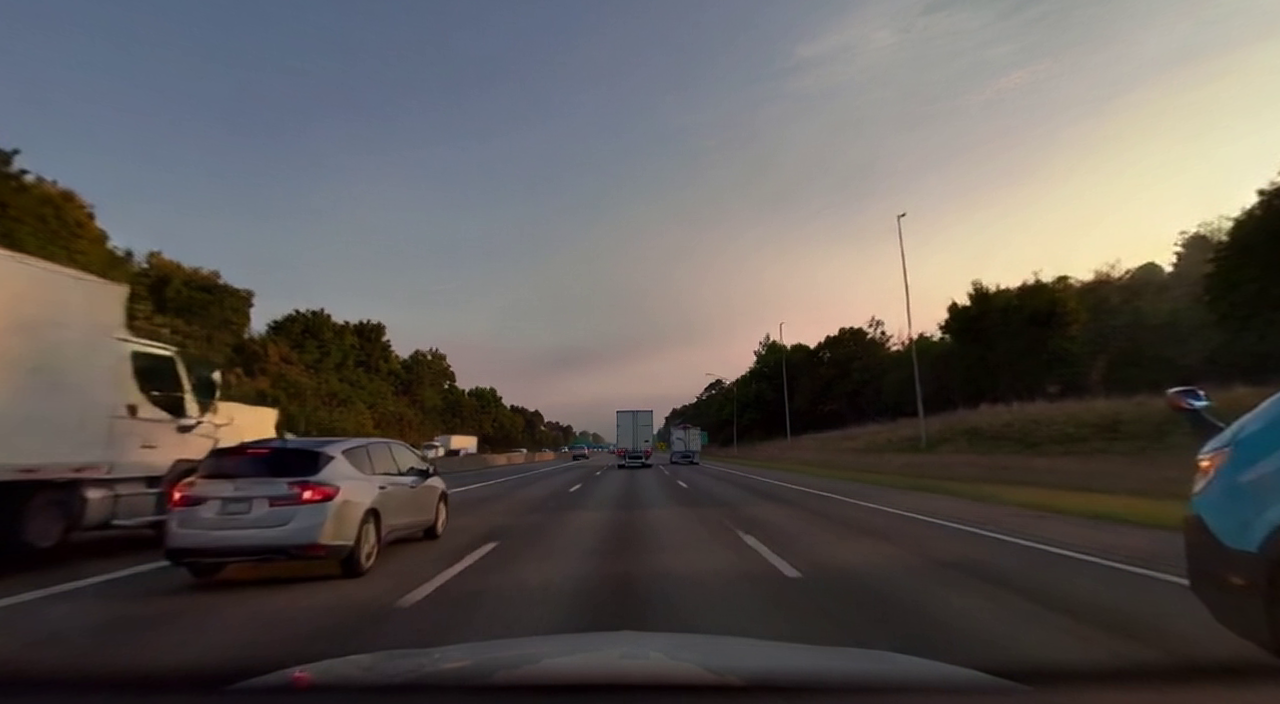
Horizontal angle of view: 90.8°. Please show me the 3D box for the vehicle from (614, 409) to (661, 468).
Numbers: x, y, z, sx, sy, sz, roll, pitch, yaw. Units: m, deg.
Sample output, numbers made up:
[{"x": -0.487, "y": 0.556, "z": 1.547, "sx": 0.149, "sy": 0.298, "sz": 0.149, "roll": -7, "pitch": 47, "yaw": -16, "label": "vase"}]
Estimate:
[{"x": -0.190, "y": 6.827, "z": 49.226, "sx": 3.201, "sy": 4.019, "sz": 10.918, "roll": 0, "pitch": -9, "yaw": 0, "label": "vehicle"}]

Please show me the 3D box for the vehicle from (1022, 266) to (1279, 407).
[{"x": 25.264, "y": -0.062, "z": 30.775, "sx": 2.982, "sy": 3.944, "sz": 15.603, "roll": -4, "pitch": -10, "yaw": -2, "label": "vehicle"}]

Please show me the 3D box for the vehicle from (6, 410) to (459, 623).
[{"x": -3.849, "y": 1.637, "z": 7.271, "sx": 2.175, "sy": 1.646, "sz": 4.525, "roll": 0, "pitch": -9, "yaw": 0, "label": "vehicle"}]

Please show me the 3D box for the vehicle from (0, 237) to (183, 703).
[{"x": -3.880, "y": 0.502, "z": 2.082, "sx": 2.033, "sy": 2.234, "sz": 3.490, "roll": 0, "pitch": -9, "yaw": -1, "label": "vehicle"}]
